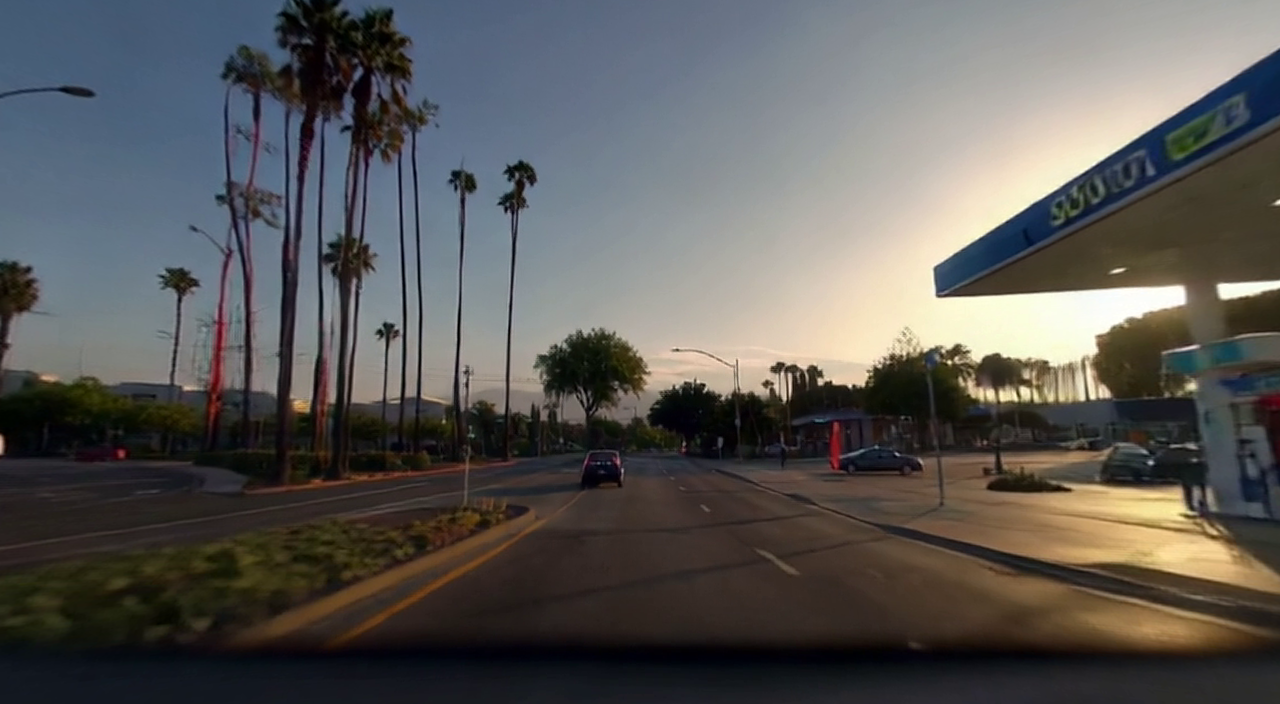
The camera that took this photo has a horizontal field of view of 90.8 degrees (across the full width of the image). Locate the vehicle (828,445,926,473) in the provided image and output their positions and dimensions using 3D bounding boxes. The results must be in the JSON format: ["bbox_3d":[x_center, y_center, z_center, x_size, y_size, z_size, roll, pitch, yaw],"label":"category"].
[{"bbox_3d":[14.805,6.708,39.662,5.317,1.700,1.901,0,-9,0],"label":"vehicle"}]

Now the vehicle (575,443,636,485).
[{"bbox_3d":[-1.513,4.560,25.800,2.073,1.525,4.809,2,-10,-8],"label":"vehicle"}]

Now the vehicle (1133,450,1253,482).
[{"bbox_3d":[28.803,5.940,33.016,4.377,1.633,1.834,0,-9,2],"label":"vehicle"}]

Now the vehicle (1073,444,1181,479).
[{"bbox_3d":[27.261,6.126,35.446,4.381,1.892,1.942,1,-9,-2],"label":"vehicle"}]
